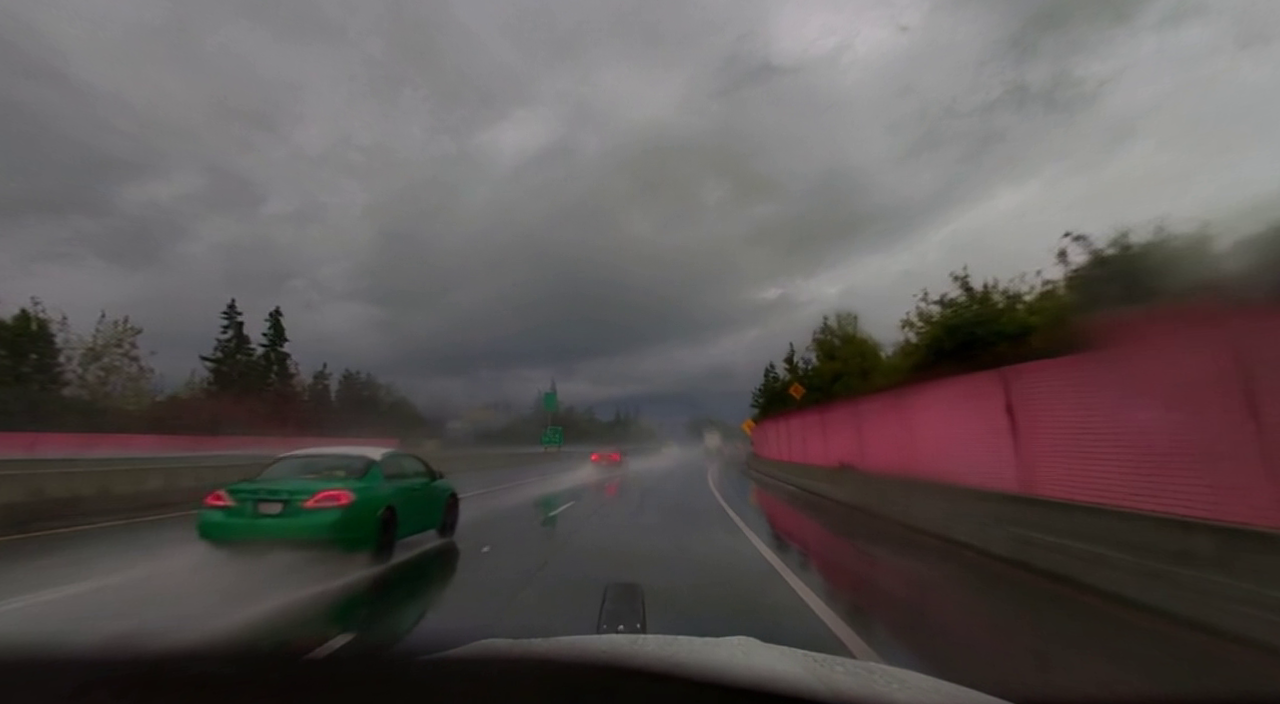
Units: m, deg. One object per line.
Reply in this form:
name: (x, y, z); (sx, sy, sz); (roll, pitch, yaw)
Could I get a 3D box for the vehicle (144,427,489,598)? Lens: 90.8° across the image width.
vehicle: (-3.316, 1.705, 7.543); (1.884, 1.469, 3.959); (-1, -9, 2)

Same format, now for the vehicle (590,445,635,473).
vehicle: (-1.422, 5.738, 34.069); (1.746, 1.405, 4.339); (-1, -9, 7)
